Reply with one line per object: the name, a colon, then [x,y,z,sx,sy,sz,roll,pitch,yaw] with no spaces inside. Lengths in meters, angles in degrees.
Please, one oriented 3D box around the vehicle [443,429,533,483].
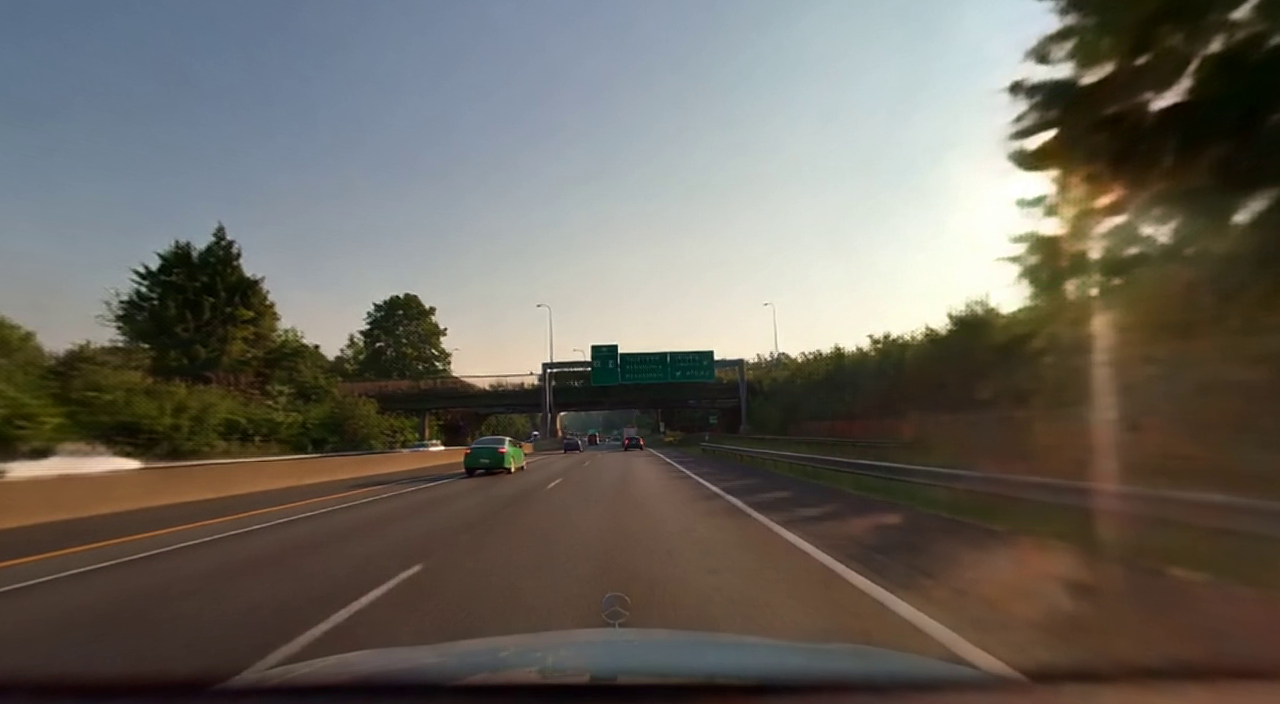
vehicle: [-4.653,3.217,19.878,1.959,1.514,3.668,0,-8,0]
